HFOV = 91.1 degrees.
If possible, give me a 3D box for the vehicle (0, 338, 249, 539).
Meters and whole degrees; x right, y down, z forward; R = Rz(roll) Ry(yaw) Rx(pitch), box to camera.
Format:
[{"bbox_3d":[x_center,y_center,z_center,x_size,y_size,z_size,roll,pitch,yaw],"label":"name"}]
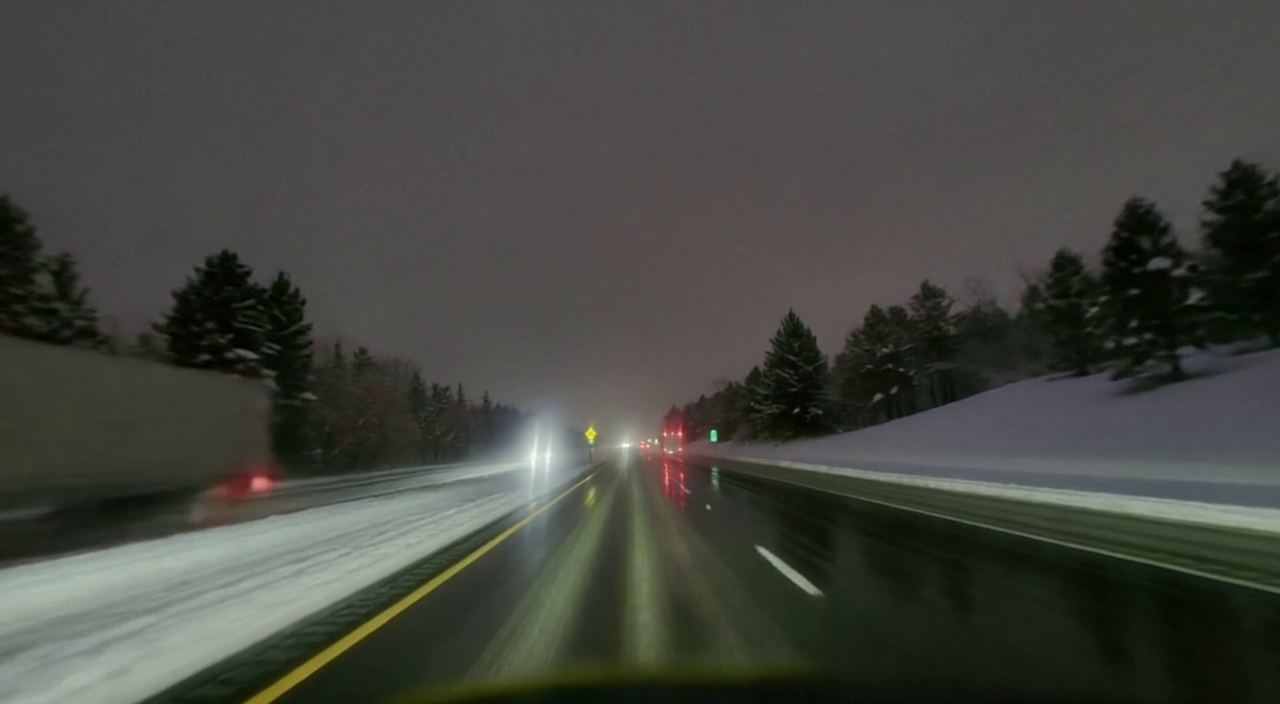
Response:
[{"bbox_3d":[-14.379,2.348,16.529,2.857,4.032,8.182,0,-9,-1],"label":"vehicle"}]
